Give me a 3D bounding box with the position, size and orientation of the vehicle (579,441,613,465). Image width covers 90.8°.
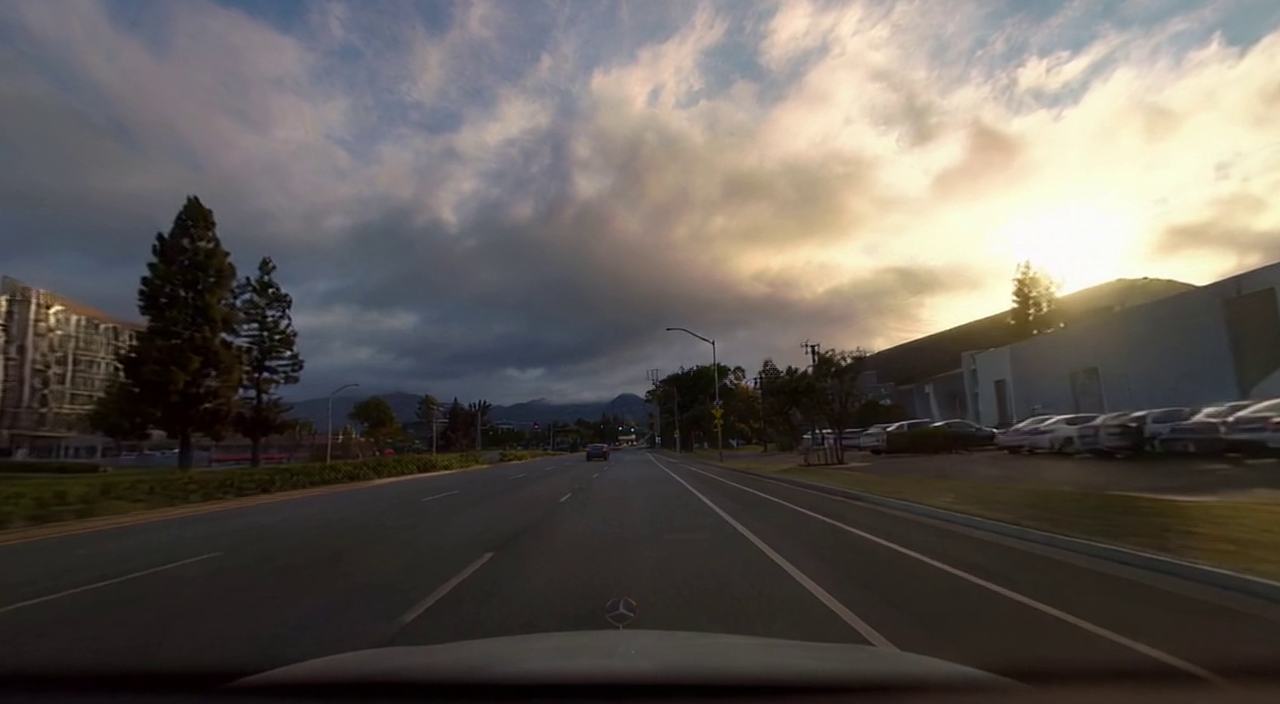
[{"bbox_3d":[-3.120,7.267,45.515,2.121,1.654,3.993,0,-8,0],"label":"vehicle"}]
